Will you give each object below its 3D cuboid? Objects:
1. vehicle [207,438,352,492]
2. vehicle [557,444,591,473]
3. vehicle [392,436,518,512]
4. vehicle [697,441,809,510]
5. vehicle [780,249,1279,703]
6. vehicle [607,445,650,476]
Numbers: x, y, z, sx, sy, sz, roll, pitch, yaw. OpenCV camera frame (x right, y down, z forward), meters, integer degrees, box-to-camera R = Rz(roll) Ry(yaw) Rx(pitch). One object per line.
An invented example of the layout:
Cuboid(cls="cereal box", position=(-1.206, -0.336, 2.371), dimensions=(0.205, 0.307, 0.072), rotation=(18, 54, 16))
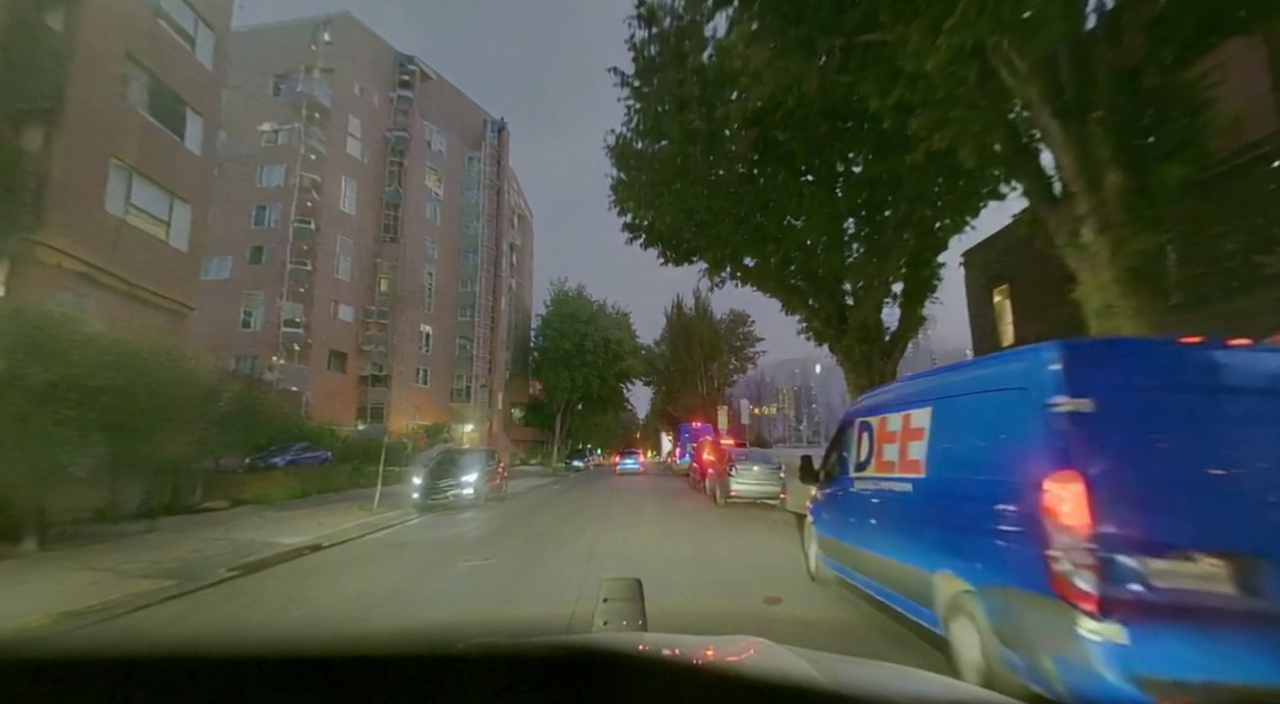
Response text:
Cuboid(cls="vehicle", position=(-11.328, 3.543, 20.217), dimensions=(1.795, 1.513, 4.442), rotation=(0, -8, 3))
Cuboid(cls="vehicle", position=(-4.701, 7.619, 45.326), dimensions=(1.951, 1.662, 4.046), rotation=(1, -4, 0))
Cuboid(cls="vehicle", position=(-4.902, 3.248, 17.470), dimensions=(2.090, 1.497, 4.639), rotation=(1, -4, 0))
Cuboid(cls="vehicle", position=(2.642, 2.977, 15.728), dimensions=(1.906, 1.471, 3.941), rotation=(0, -8, -3))
Cuboid(cls="vehicle", position=(2.684, 0.977, 4.455), dimensions=(2.303, 2.049, 4.719), rotation=(0, -8, 0))
Cuboid(cls="vehicle", position=(-0.618, 5.598, 32.735), dimensions=(2.095, 1.510, 3.605), rotation=(0, -8, -1))
